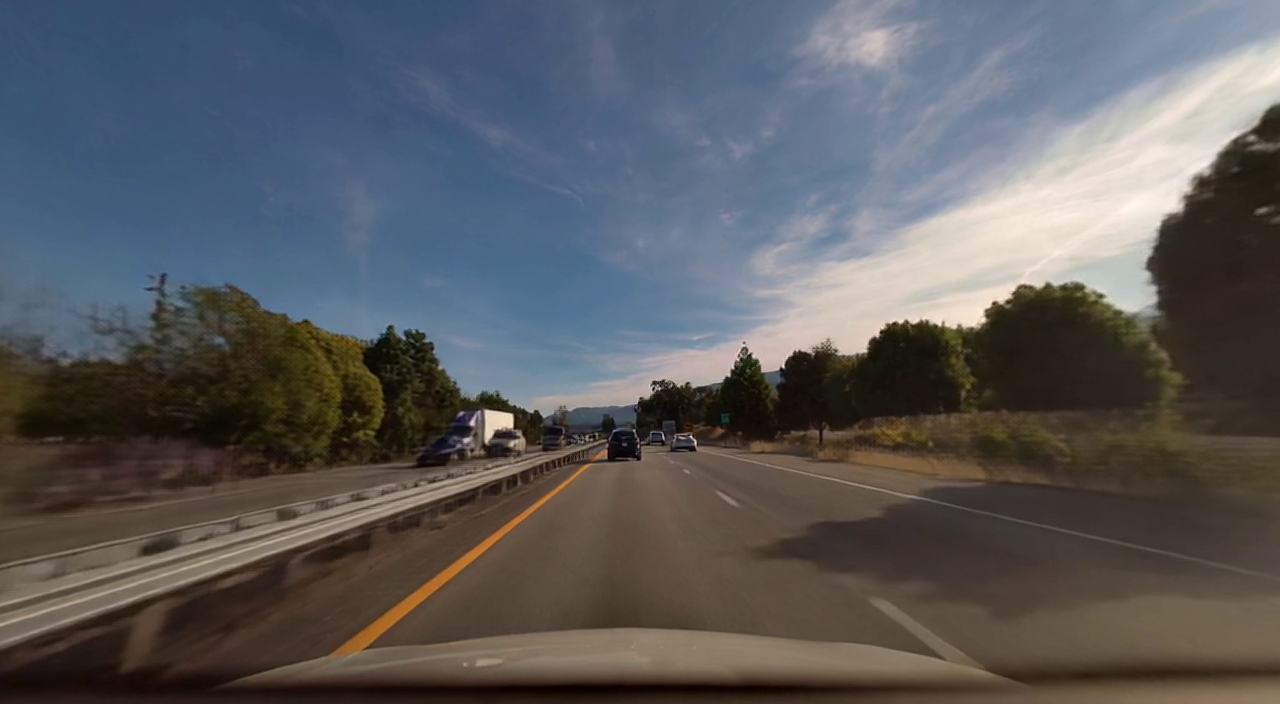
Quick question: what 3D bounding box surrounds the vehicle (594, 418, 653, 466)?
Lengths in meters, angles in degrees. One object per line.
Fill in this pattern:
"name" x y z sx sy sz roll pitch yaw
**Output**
"vehicle" -0.772 4.150 29.150 2.503 2.044 4.633 0 -8 -2
